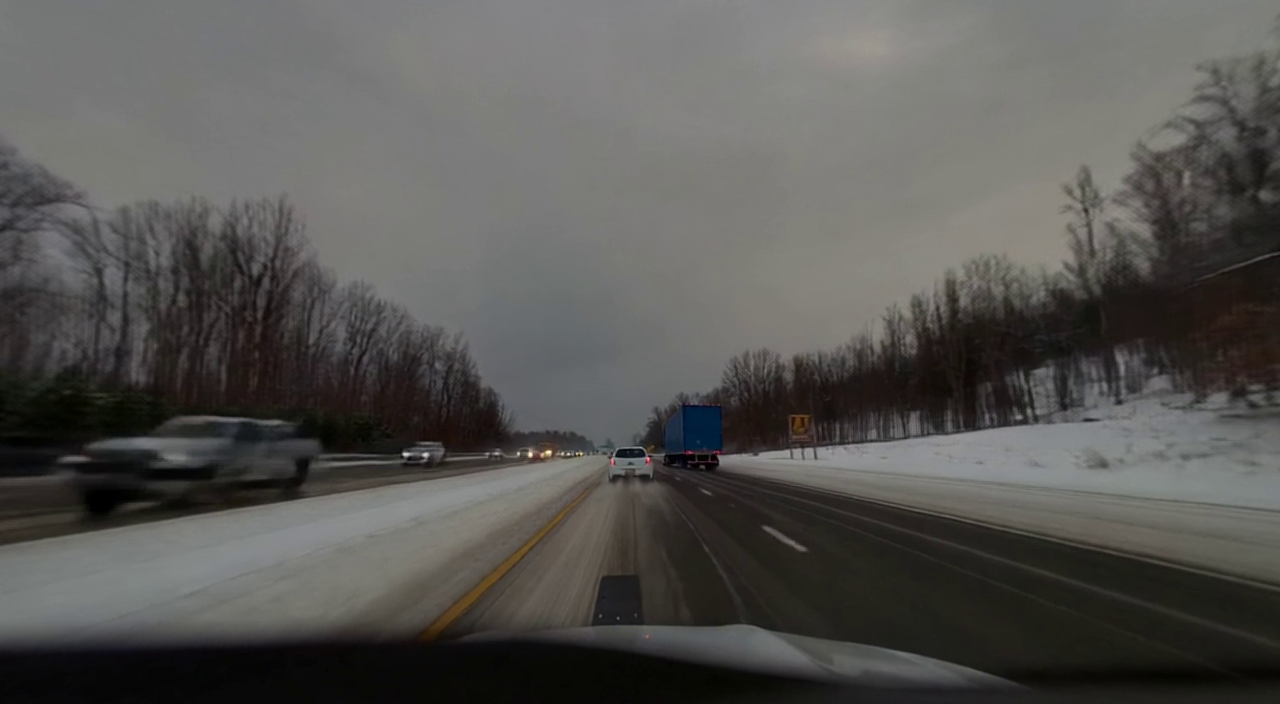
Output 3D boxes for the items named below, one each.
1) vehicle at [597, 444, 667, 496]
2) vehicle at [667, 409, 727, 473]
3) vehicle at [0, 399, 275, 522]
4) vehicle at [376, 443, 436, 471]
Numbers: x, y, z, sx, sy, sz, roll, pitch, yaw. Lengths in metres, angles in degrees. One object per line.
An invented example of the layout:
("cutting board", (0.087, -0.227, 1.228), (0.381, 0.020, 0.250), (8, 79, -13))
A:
("vehicle", (-0.306, 3.872, 20.938), (2.099, 1.506, 4.097), (0, -9, -1))
("vehicle", (3.908, 6.832, 46.968), (2.900, 4.013, 14.455), (1, -10, -1))
("vehicle", (-9.296, 1.986, 11.721), (2.175, 1.804, 4.631), (0, -9, -1))
("vehicle", (-14.022, 6.345, 37.851), (1.953, 1.544, 4.444), (0, -9, -1))
